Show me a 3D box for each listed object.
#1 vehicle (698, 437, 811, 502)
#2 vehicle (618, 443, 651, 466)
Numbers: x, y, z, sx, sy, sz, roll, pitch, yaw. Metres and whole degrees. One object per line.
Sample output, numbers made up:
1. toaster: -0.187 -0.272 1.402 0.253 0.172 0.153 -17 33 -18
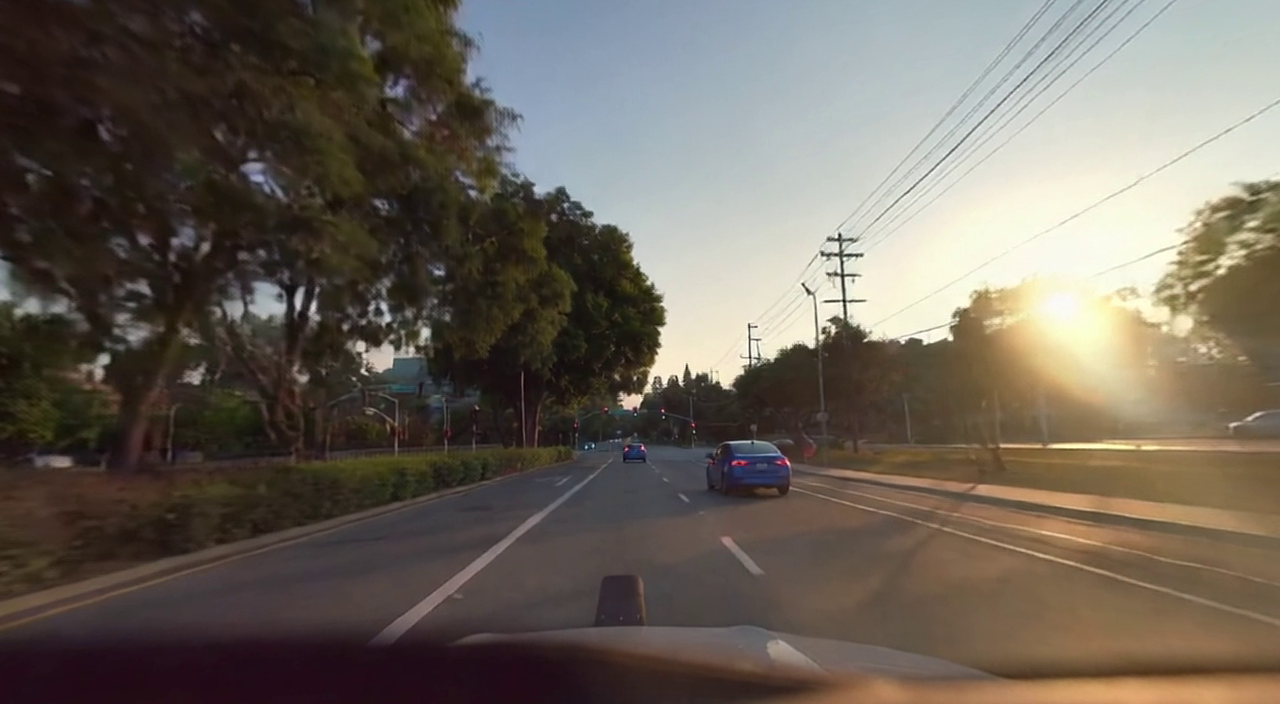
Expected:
1. vehicle: 2.793 2.990 16.473 2.004 1.448 4.263 0 -9 -2
2. vehicle: -0.367 6.834 42.214 2.110 1.466 3.860 0 -9 -1
